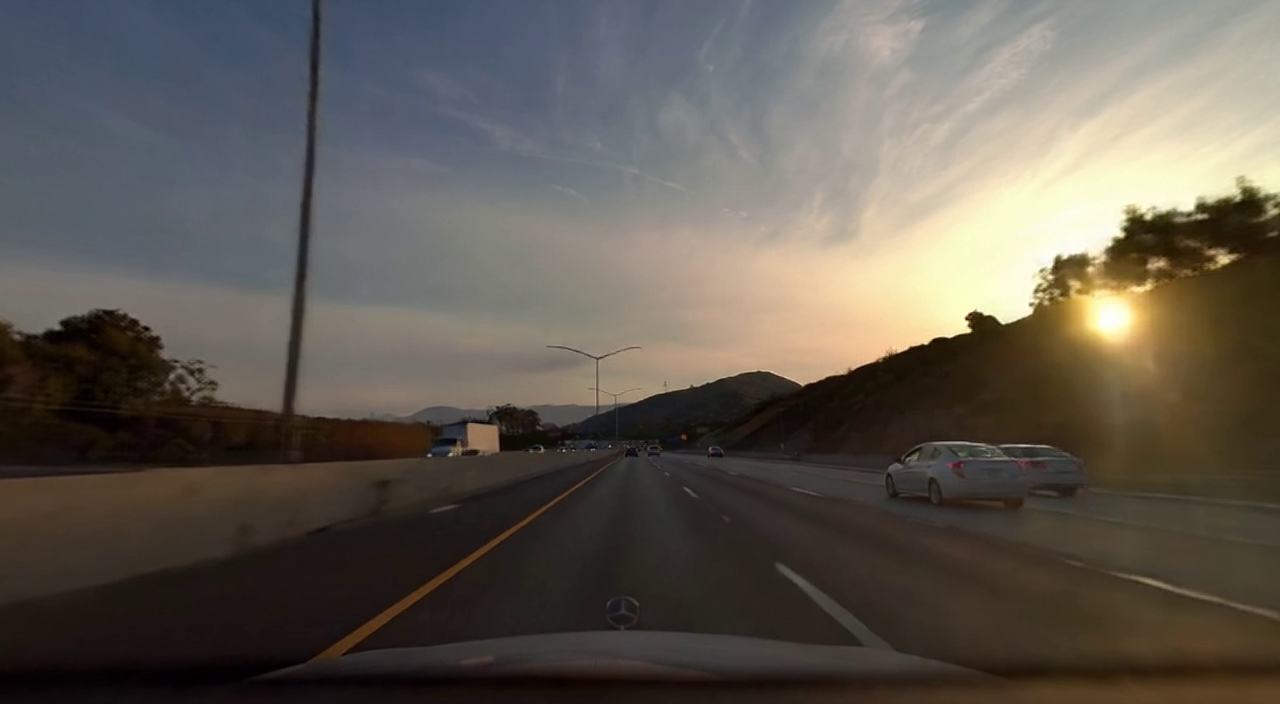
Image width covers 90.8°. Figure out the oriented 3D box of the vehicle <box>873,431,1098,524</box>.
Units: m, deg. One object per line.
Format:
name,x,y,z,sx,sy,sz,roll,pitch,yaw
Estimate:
vehicle,6.724,2.479,13.066,1.901,1.548,4.684,0,-9,-1
